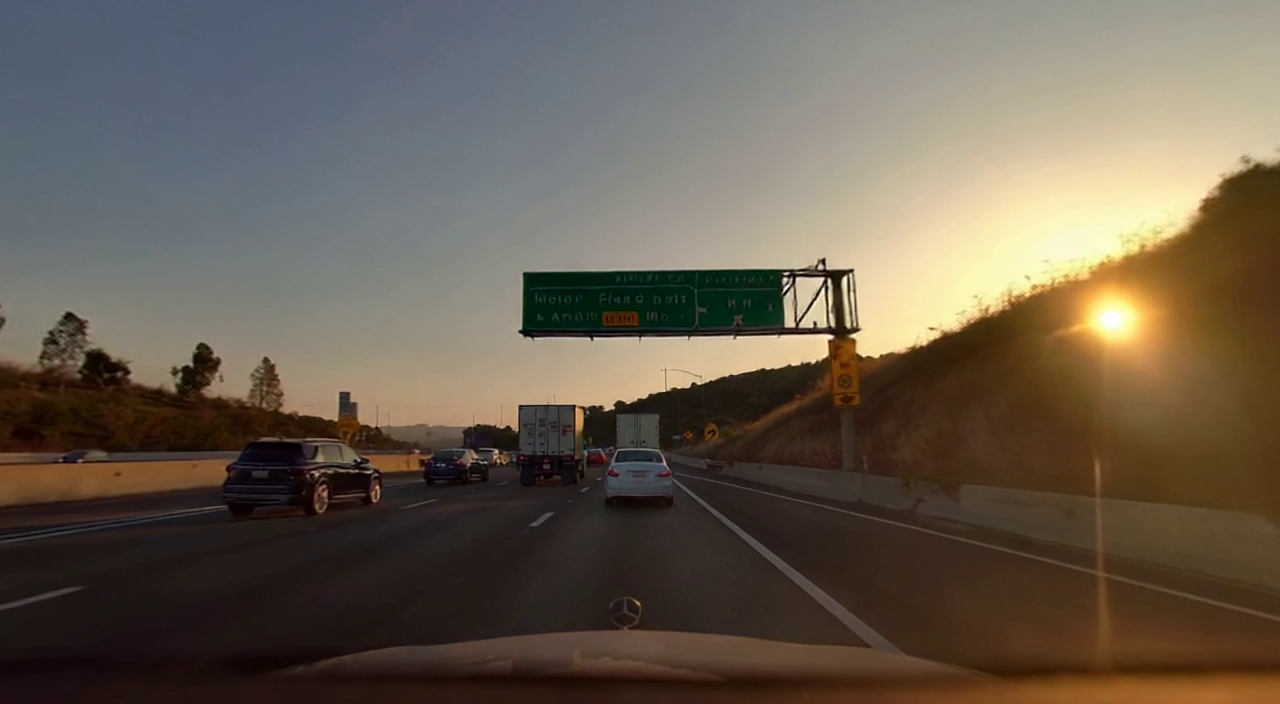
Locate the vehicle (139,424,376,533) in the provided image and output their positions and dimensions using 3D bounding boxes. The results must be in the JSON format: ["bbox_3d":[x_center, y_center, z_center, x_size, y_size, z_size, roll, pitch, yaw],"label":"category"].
[{"bbox_3d":[-7.206,2.413,12.576,1.952,1.746,4.332,-1,-9,1],"label":"vehicle"}]

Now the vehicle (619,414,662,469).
[{"bbox_3d":[0.018,6.985,49.074,3.072,3.947,6.976,0,-9,0],"label":"vehicle"}]

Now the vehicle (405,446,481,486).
[{"bbox_3d":[-8.079,4.689,26.218,1.880,1.512,3.758,-1,-9,1],"label":"vehicle"}]

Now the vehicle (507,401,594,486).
[{"bbox_3d":[-3.832,4.220,28.948,2.812,3.342,7.248,-1,-9,1],"label":"vehicle"}]

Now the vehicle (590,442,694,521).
[{"bbox_3d":[0.017,2.774,13.981,1.995,1.495,3.380,0,-9,-1],"label":"vehicle"}]
